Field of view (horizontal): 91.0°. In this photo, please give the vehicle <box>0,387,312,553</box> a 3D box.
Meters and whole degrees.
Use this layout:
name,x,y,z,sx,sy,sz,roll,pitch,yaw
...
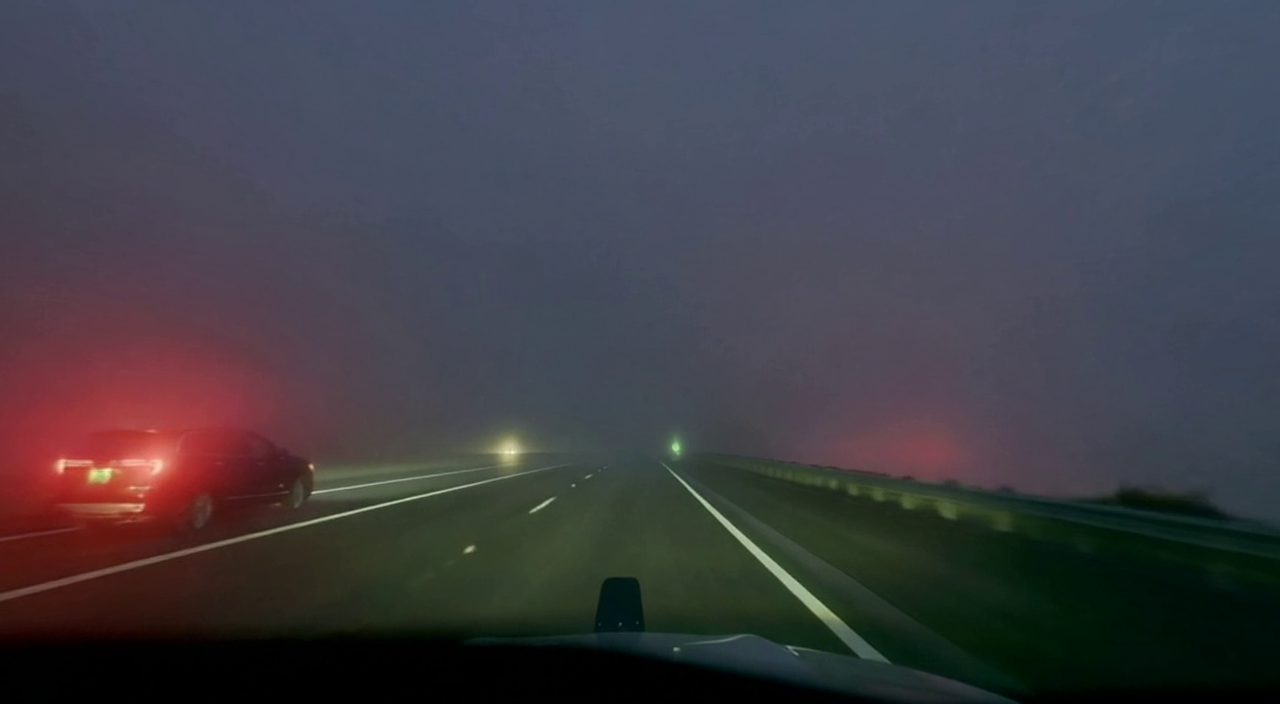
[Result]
name,x,y,z,sx,sy,sz,roll,pitch,yaw
vehicle,-7.666,1.755,9.990,2.163,1.947,4.959,0,-9,0
